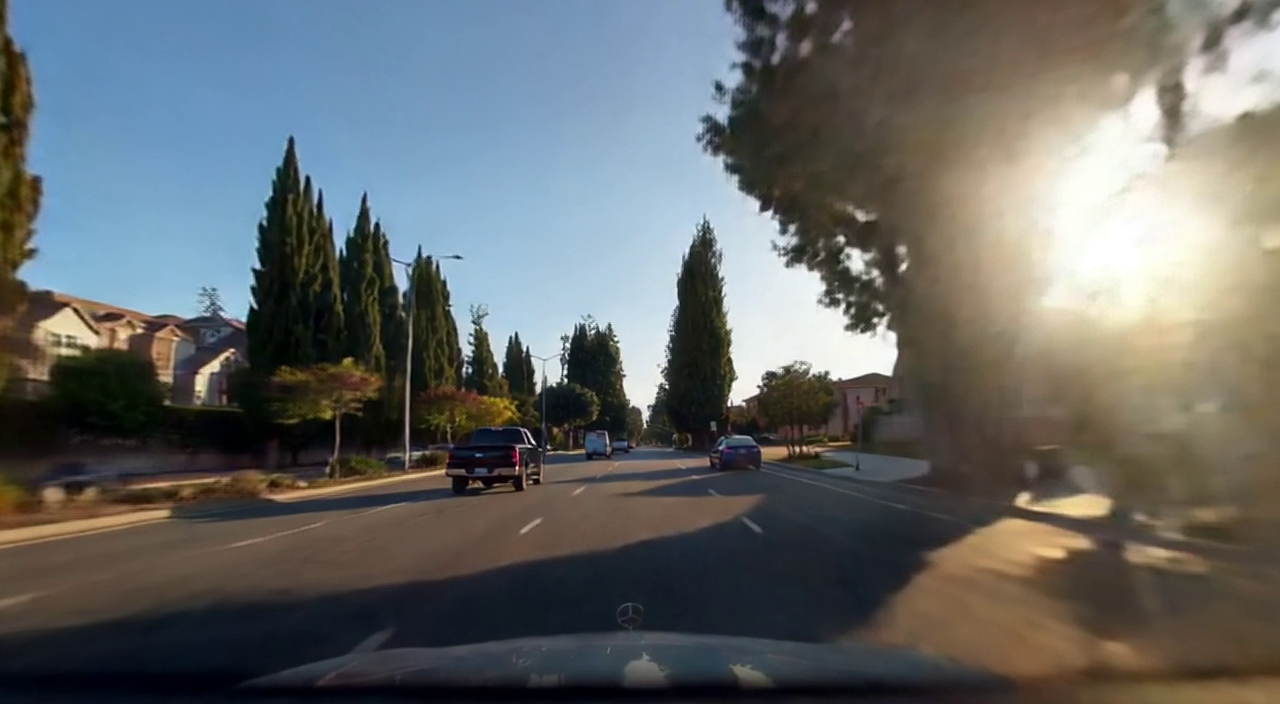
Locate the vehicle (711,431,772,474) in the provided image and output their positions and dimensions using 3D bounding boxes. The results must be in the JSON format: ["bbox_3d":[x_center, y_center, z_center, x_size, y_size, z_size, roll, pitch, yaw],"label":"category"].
[{"bbox_3d":[4.401,4.424,28.033,2.016,1.736,4.356,0,-8,0],"label":"vehicle"}]

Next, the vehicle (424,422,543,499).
[{"bbox_3d":[-3.982,2.861,16.996,2.002,1.747,4.728,0,-8,0],"label":"vehicle"}]

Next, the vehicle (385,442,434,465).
[{"bbox_3d":[-17.185,7.596,47.187,1.903,1.619,4.344,0,-8,2],"label":"vehicle"}]

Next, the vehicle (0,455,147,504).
[{"bbox_3d":[-20.564,4.512,22.698,1.939,1.475,4.491,0,-8,1],"label":"vehicle"}]
